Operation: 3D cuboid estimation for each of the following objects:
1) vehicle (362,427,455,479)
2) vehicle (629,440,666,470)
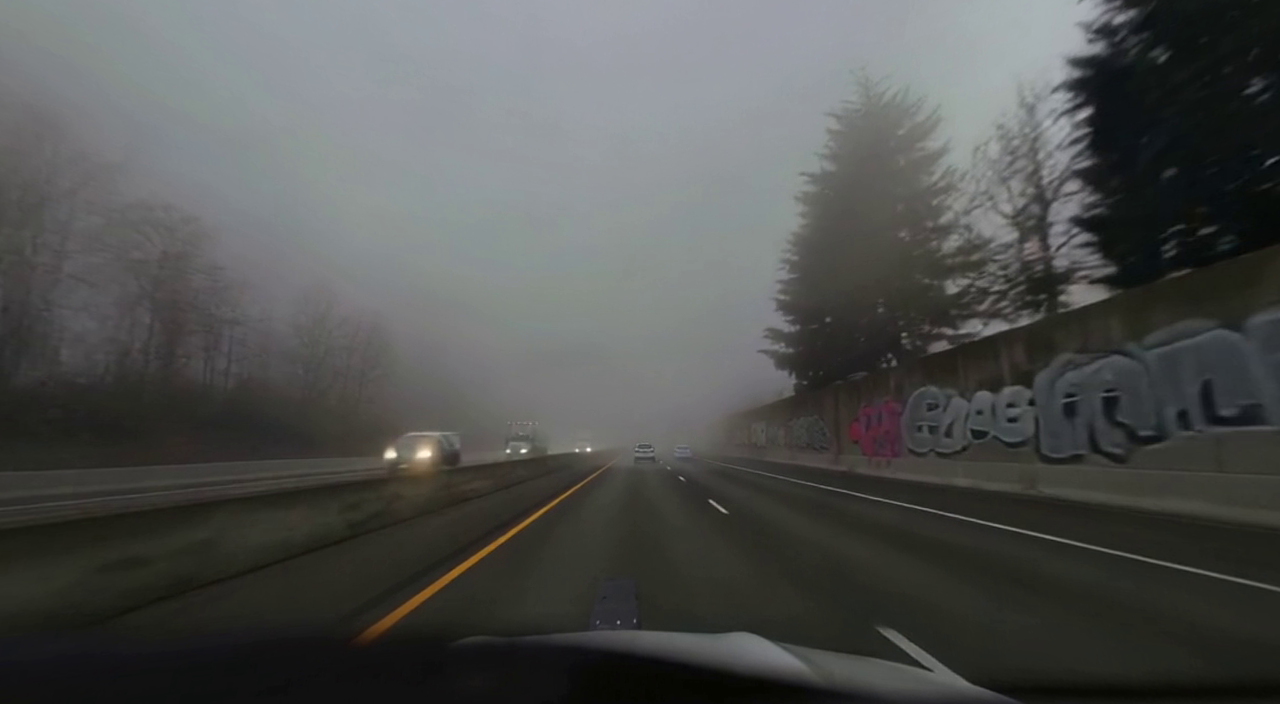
[{"bbox_3d":[-12.385,5.487,34.222,2.320,2.532,6.628,-1,-9,2],"label":"vehicle"},{"bbox_3d":[0.384,6.156,37.623,2.095,1.671,4.219,0,-9,-1],"label":"vehicle"}]
